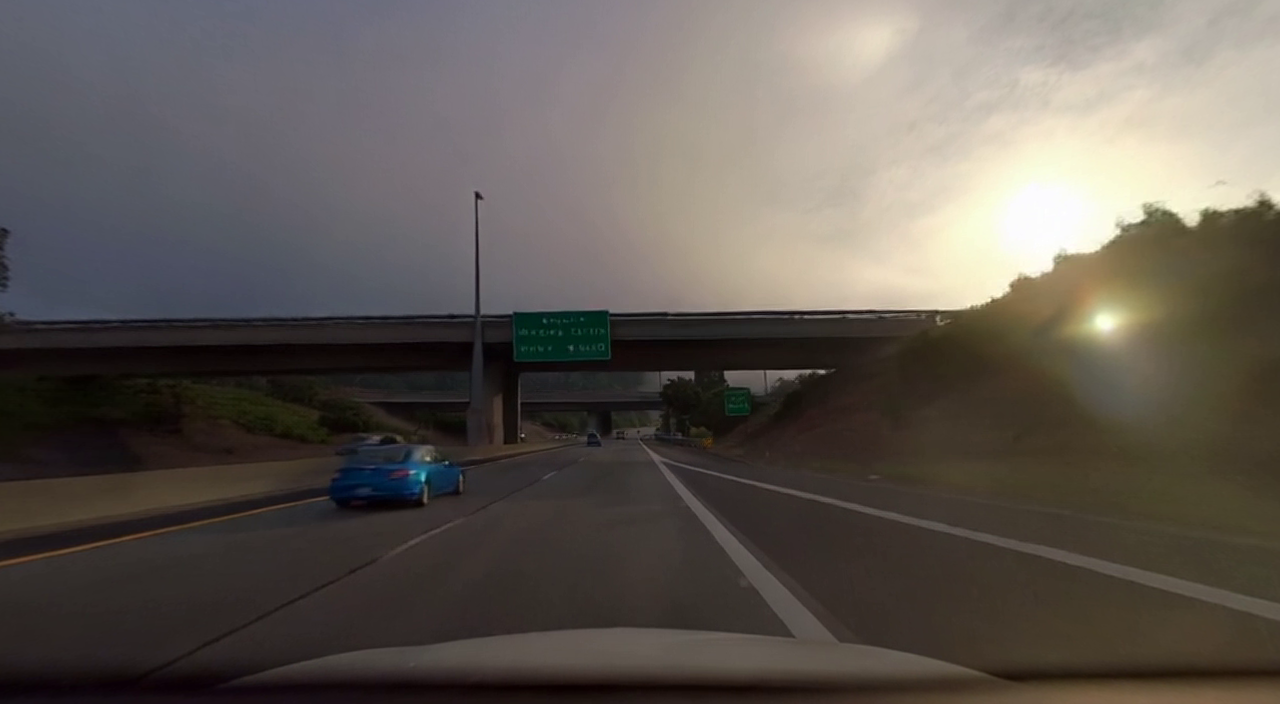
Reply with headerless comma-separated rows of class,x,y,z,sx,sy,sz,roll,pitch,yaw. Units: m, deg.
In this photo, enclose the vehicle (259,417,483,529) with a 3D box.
vehicle,-4.520,2.077,11.574,2.086,1.624,4.607,0,-8,0
